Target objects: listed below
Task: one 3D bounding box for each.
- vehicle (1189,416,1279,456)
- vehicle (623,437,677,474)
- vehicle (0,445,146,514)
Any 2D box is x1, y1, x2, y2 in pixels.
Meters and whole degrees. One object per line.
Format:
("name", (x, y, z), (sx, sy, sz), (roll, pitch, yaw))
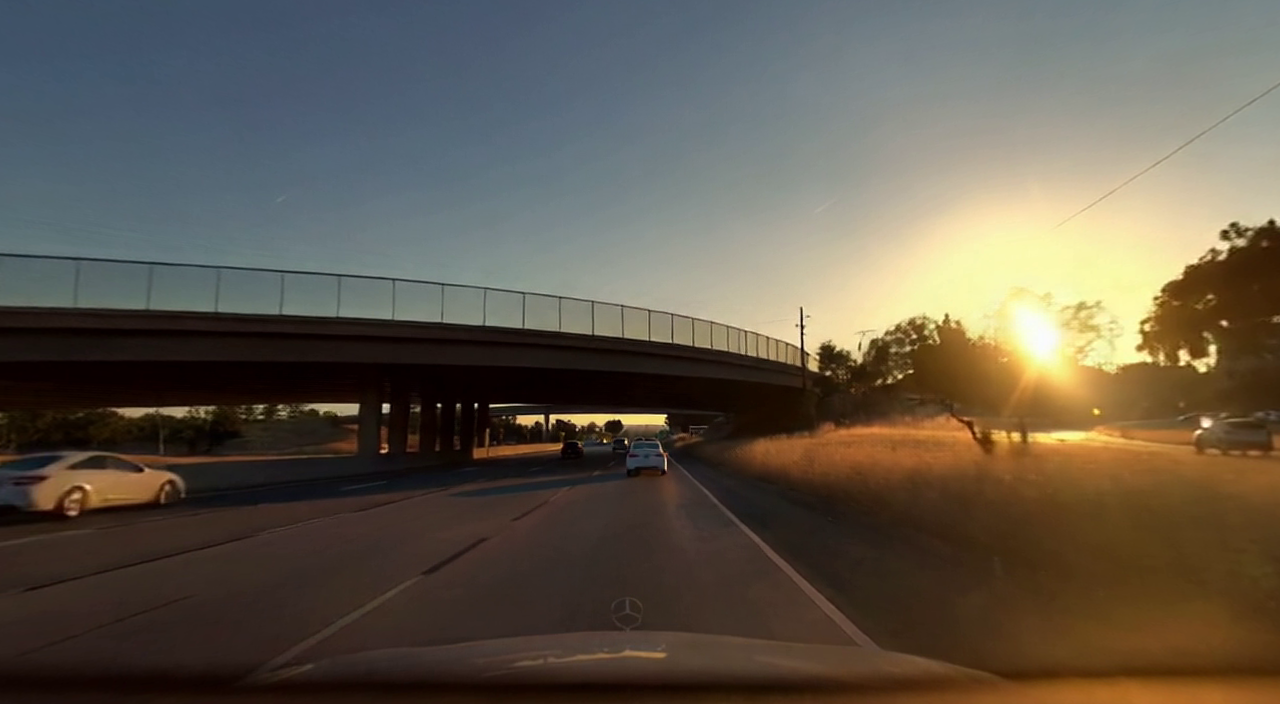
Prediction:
("vehicle", (27.422, 3.835, 28.615), (2.095, 1.674, 4.530), (-3, -9, 19))
("vehicle", (0.417, 4.471, 27.398), (2.145, 1.493, 4.146), (0, -8, 0))
("vehicle", (-15.076, 3.048, 15.421), (1.960, 1.505, 4.854), (0, -8, 2))
